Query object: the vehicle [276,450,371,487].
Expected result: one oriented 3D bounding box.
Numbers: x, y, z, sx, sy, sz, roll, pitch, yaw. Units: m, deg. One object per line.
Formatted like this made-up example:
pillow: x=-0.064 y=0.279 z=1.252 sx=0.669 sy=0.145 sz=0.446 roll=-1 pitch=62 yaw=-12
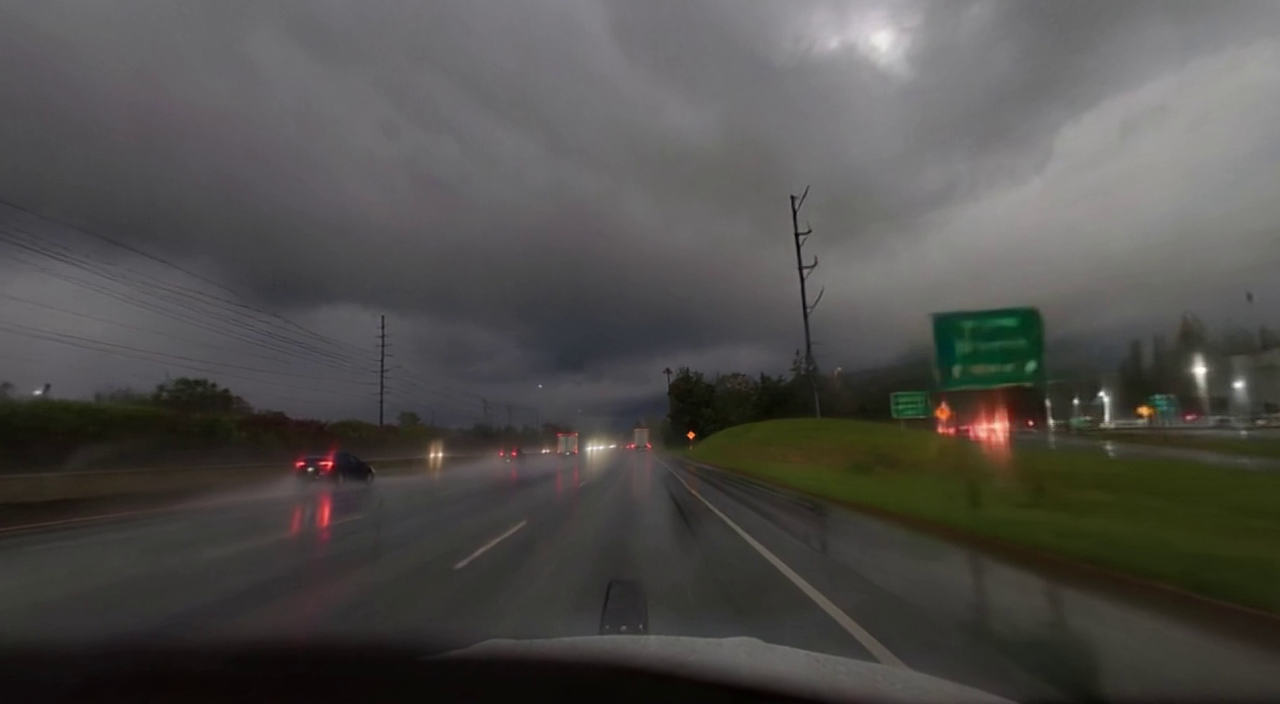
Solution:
vehicle: x=-14.171 y=5.231 z=28.569 sx=1.988 sy=1.477 sz=4.442 roll=-1 pitch=-8 yaw=1
